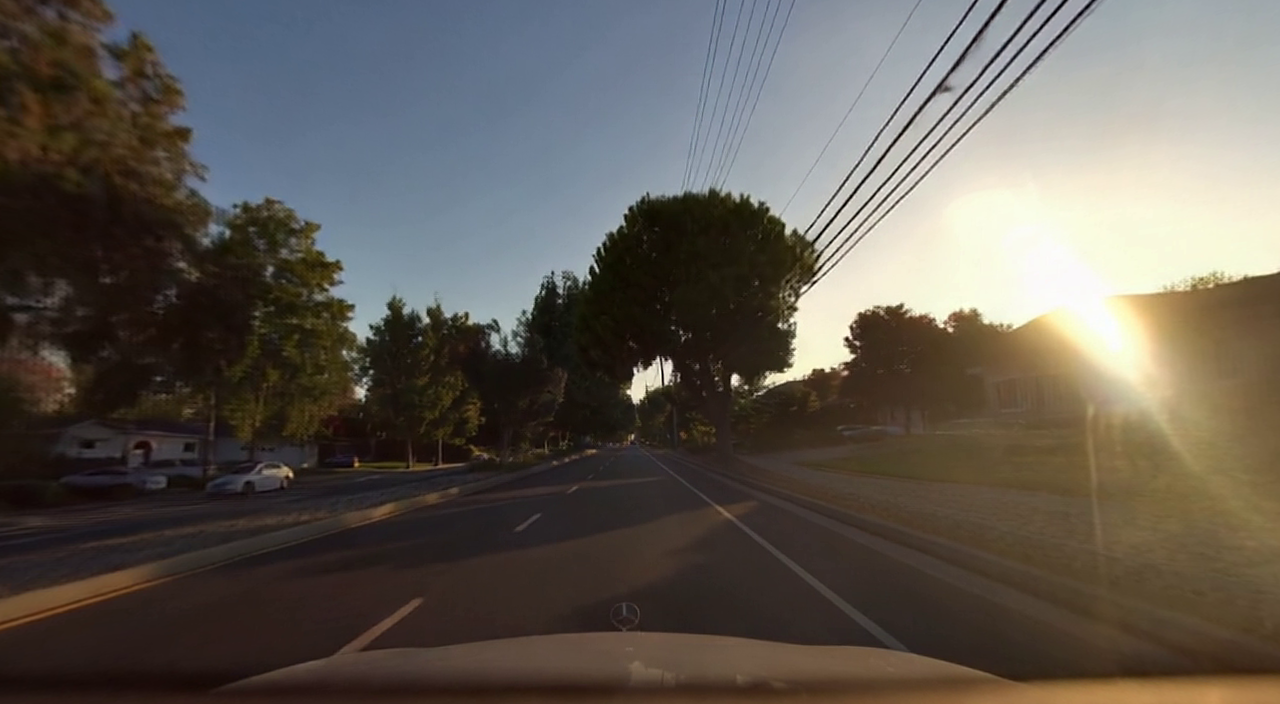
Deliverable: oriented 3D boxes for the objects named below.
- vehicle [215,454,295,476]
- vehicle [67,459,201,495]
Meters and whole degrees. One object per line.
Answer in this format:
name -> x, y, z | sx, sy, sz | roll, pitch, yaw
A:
vehicle -> -28.612, 8.389, 47.058 | 4.599, 1.533, 2.029 | 0, -8, 2
vehicle -> -22.386, 5.521, 28.089 | 4.243, 1.455, 2.005 | 0, -9, 1
